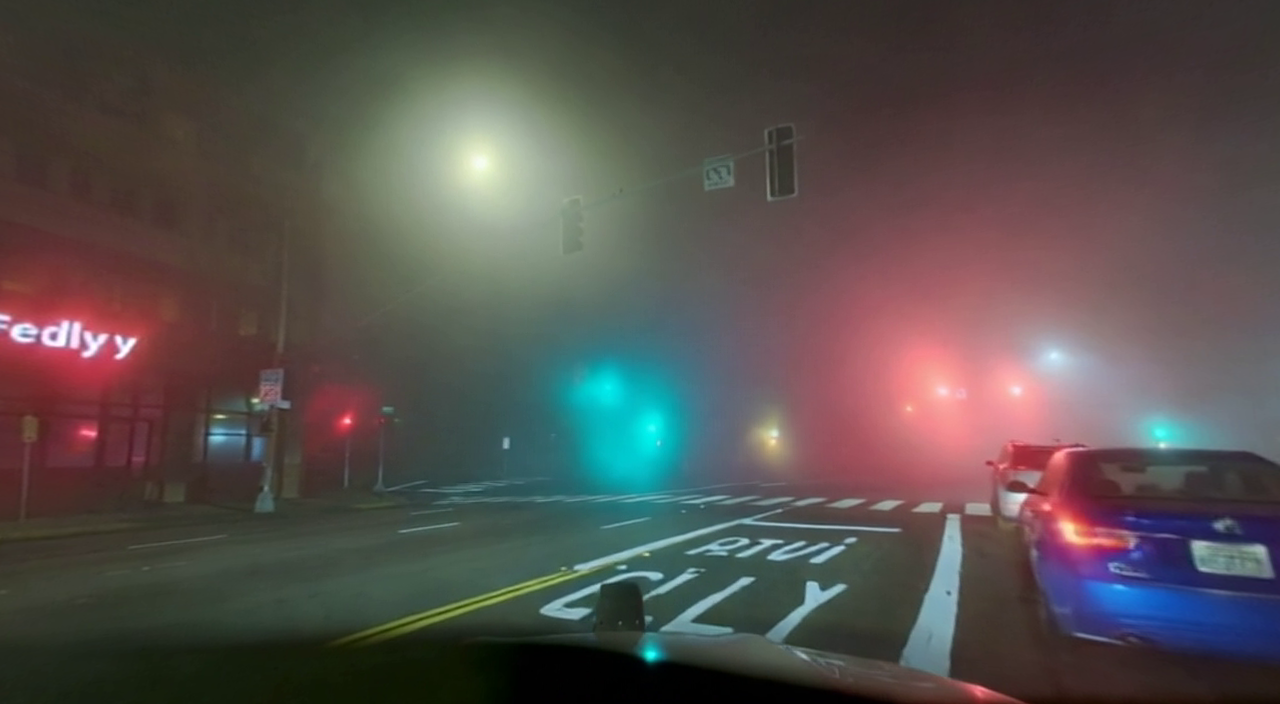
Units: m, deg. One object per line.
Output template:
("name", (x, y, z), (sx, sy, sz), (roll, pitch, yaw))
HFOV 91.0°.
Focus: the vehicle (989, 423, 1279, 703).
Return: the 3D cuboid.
("vehicle", (3.931, 1.362, 4.863), (1.872, 1.459, 4.483), (-4, -9, 26))
